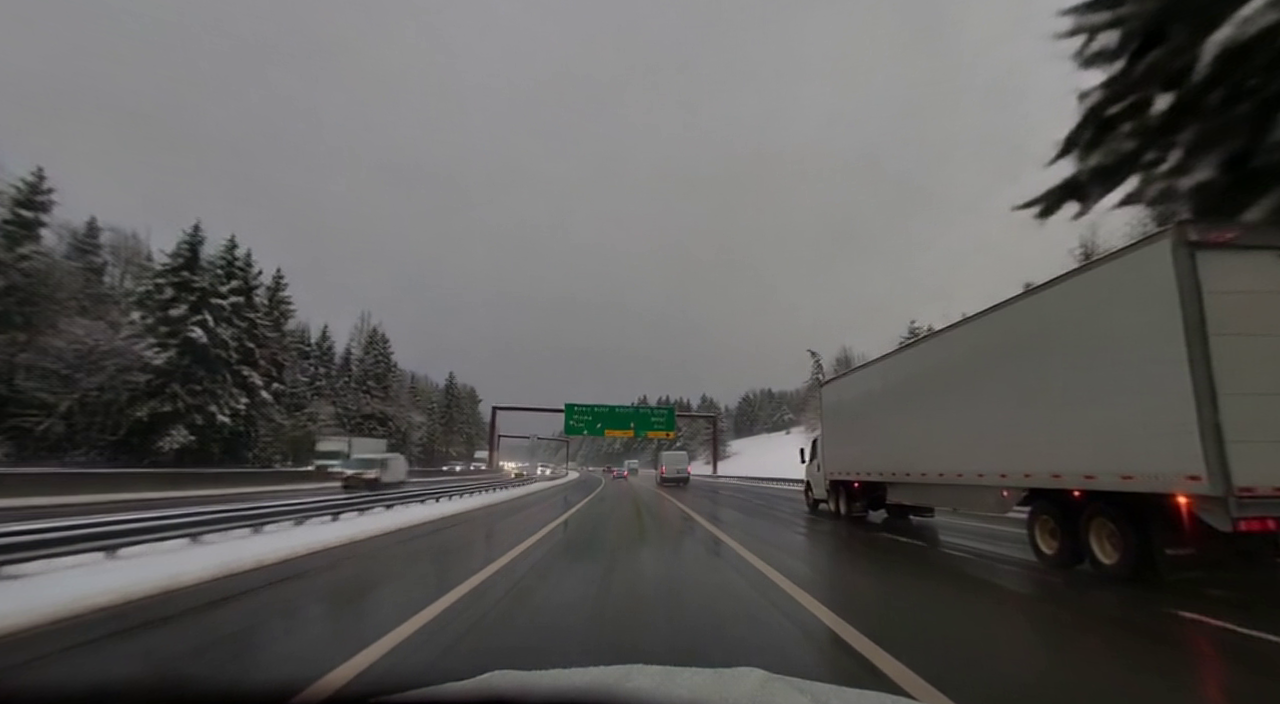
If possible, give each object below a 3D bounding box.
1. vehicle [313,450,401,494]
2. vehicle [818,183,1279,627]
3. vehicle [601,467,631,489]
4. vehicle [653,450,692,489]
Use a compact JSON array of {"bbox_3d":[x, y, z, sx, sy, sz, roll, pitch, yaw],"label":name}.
[{"bbox_3d":[-14.441,6.193,32.511,2.166,2.013,5.189,1,-10,-1],"label":"vehicle"},{"bbox_3d":[7.198,1.708,12.698,2.866,4.102,14.351,1,-10,-1],"label":"vehicle"},{"bbox_3d":[-1.752,9.246,46.201,2.106,1.524,4.381,1,-10,-2],"label":"vehicle"},{"bbox_3d":[2.365,8.718,46.722,2.291,2.639,5.280,1,-10,-3],"label":"vehicle"}]
